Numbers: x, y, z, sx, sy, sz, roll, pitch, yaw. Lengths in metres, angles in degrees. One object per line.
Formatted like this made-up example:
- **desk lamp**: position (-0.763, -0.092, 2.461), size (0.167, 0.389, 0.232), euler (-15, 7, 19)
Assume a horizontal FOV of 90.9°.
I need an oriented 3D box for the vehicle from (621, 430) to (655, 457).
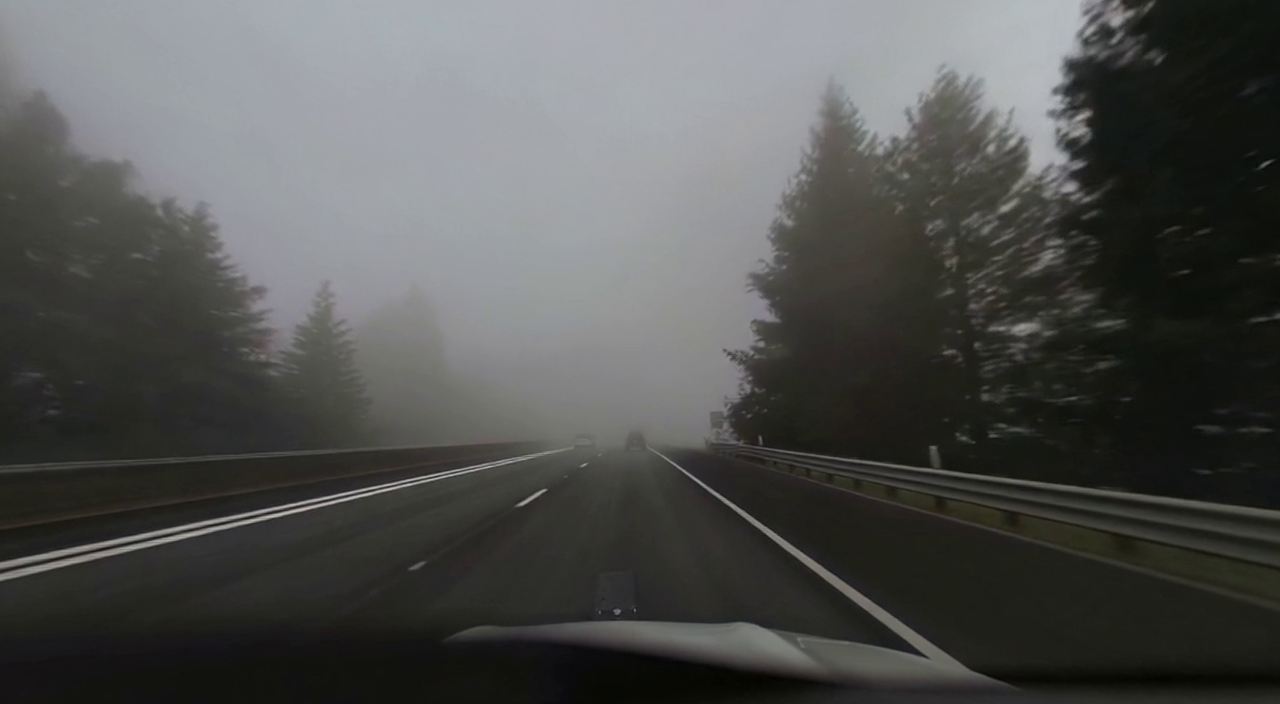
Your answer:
- **vehicle**: position (-0.141, 5.997, 41.373), size (2.134, 1.654, 4.174), euler (0, -8, 0)
